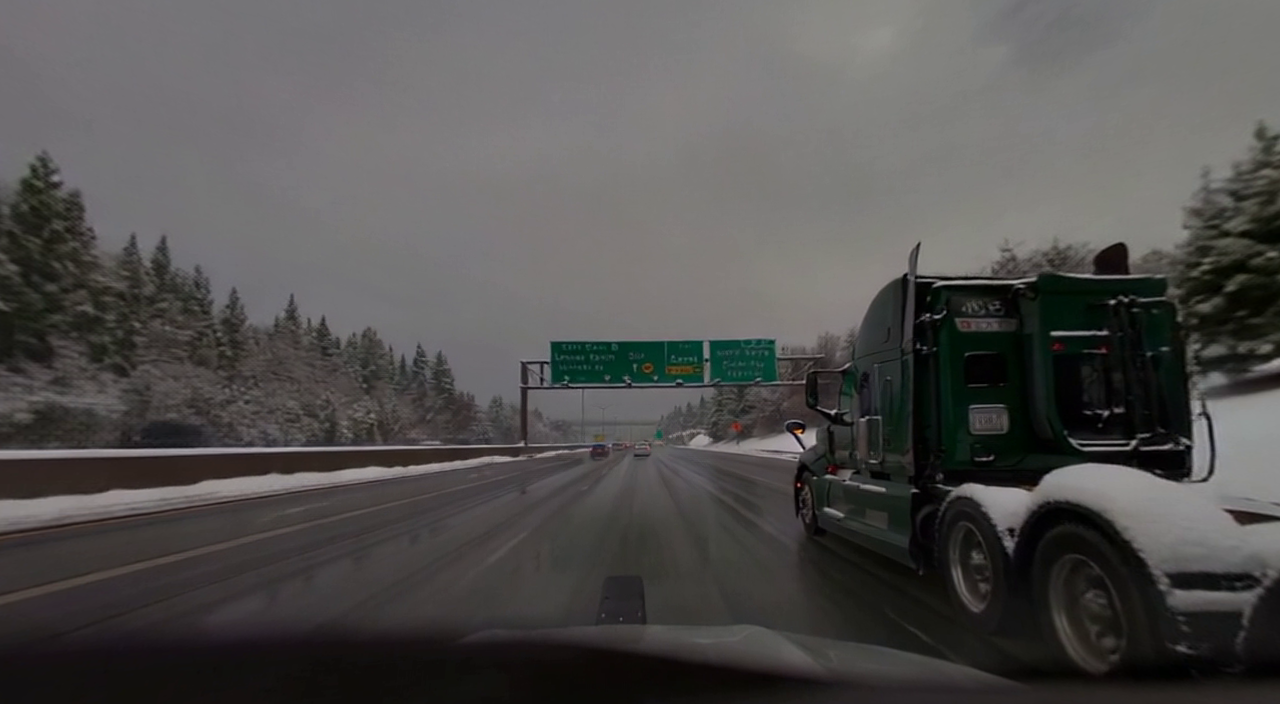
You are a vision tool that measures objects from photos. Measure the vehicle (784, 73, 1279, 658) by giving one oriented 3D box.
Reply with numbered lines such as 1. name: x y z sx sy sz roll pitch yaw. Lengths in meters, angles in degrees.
1. vehicle: 4.047 0.494 7.915 3.042 4.037 7.253 0 -8 3

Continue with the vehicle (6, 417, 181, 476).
1. vehicle: -14.526 2.543 17.024 1.553 1.422 3.461 0 -8 1
